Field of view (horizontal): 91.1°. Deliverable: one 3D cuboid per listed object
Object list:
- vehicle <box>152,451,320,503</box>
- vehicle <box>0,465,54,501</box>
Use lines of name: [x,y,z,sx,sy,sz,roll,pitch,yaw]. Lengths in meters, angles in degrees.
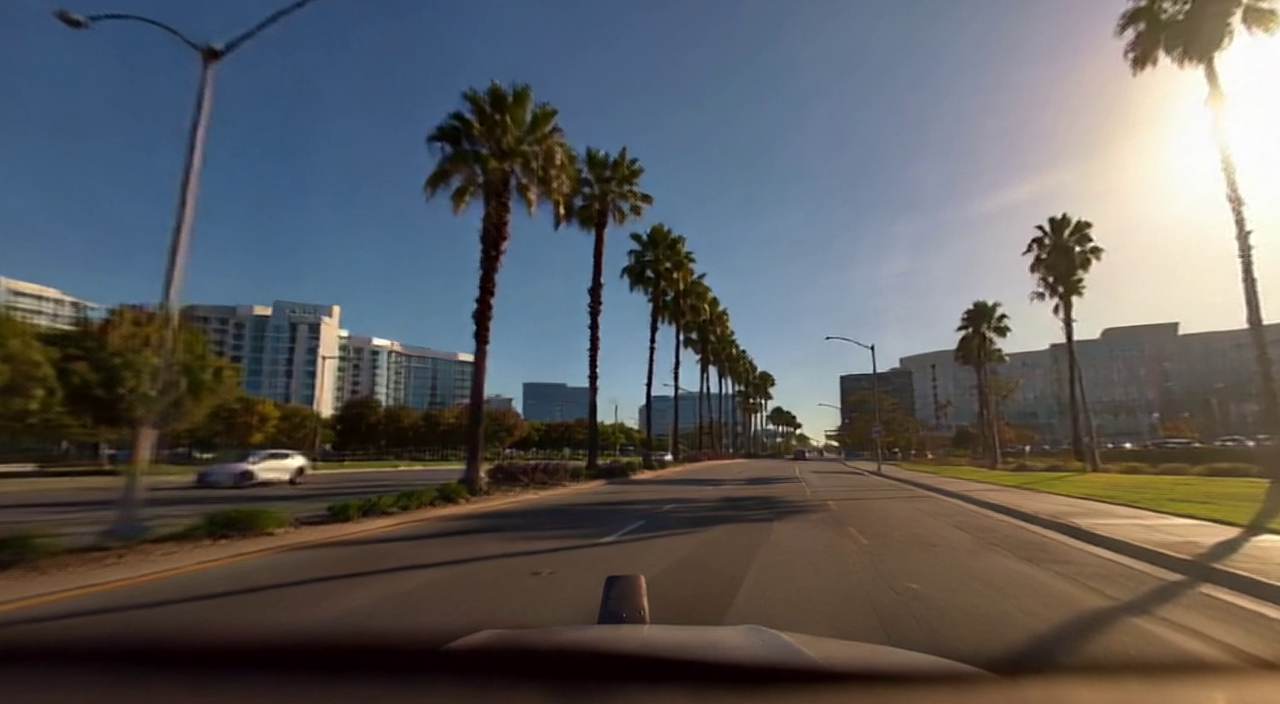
vehicle: [-13.556,4.170,21.501,1.915,1.490,4.763,-2,-9,13]
vehicle: [-32.963,6.759,32.625,4.433,1.642,1.894,-4,-10,23]
